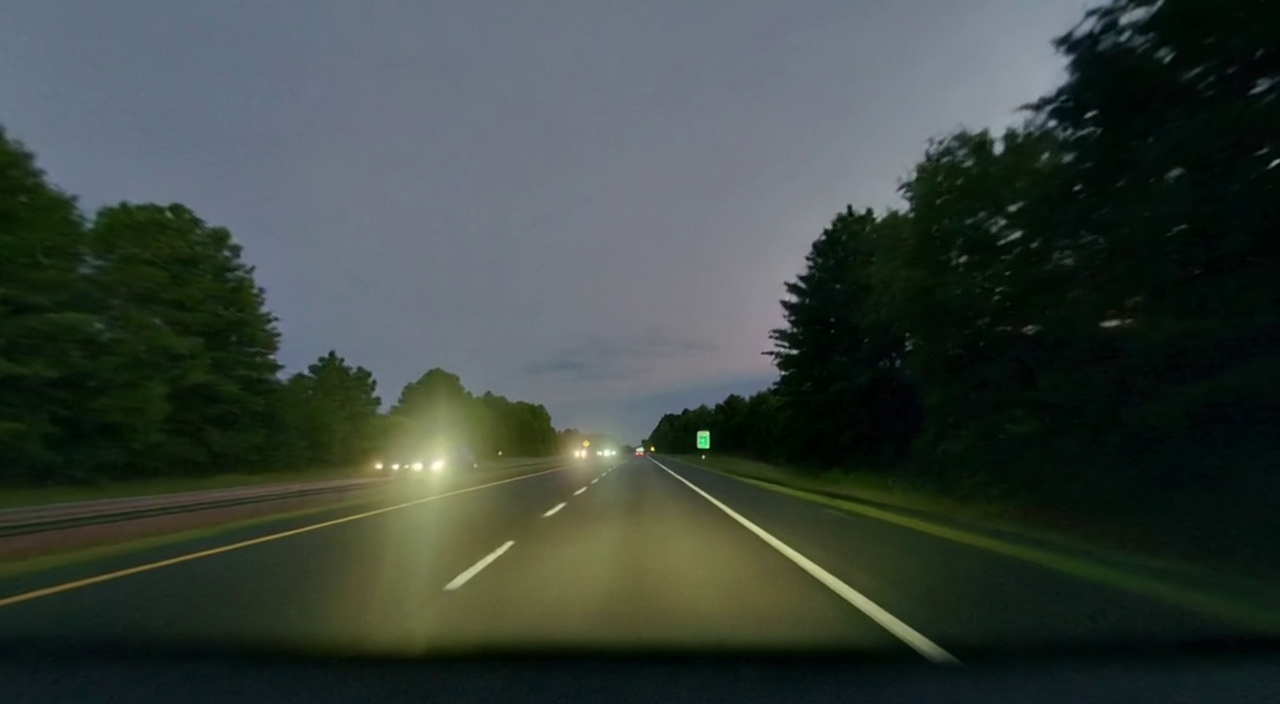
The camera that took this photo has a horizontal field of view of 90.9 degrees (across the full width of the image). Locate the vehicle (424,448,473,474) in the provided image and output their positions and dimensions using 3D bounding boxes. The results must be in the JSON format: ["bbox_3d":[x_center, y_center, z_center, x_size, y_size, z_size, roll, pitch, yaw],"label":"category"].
[{"bbox_3d":[-13.510,7.688,44.704,1.999,1.676,4.634,0,-9,0],"label":"vehicle"}]

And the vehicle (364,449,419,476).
[{"bbox_3d":[-17.428,7.758,44.440,1.975,1.761,4.563,0,-9,0],"label":"vehicle"}]
